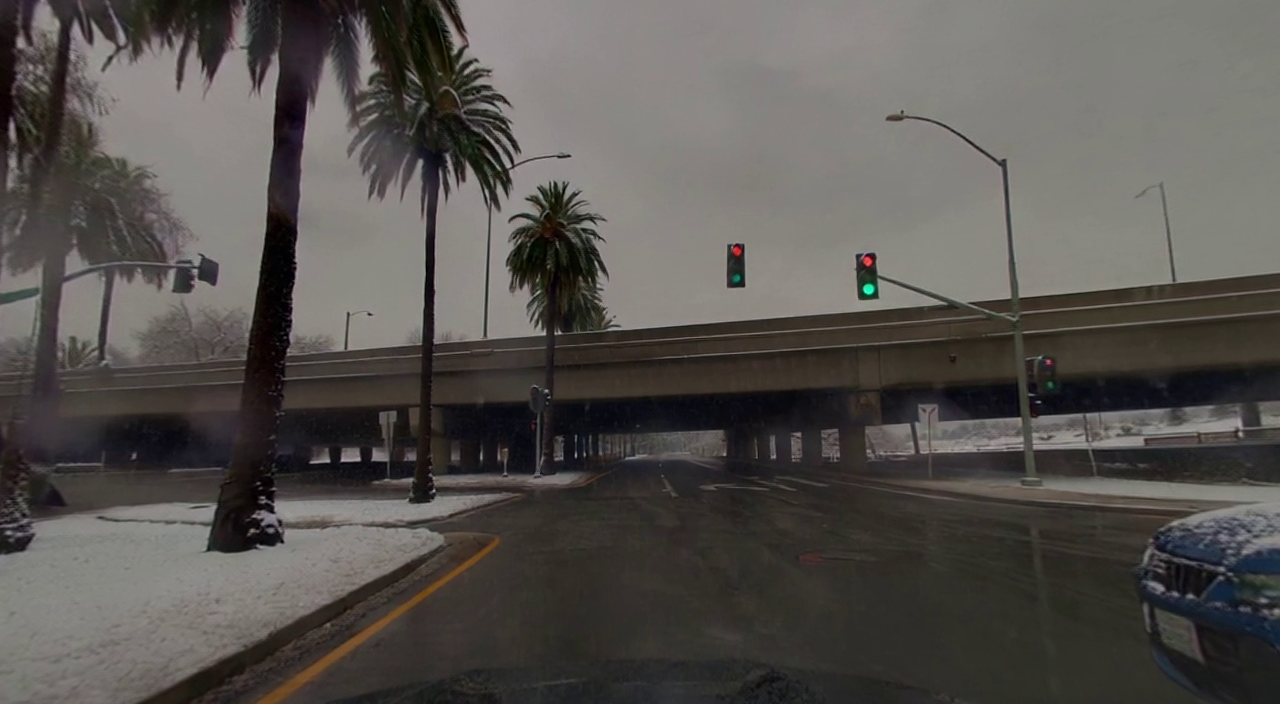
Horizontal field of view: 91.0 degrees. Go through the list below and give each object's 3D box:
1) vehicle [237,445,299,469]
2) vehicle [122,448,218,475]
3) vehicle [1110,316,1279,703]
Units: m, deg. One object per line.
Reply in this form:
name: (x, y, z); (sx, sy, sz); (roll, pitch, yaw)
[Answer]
vehicle: (-26.260, 7.418, 44.563); (1.941, 1.631, 4.017); (0, -9, 0)
vehicle: (-26.553, 6.169, 35.758); (1.830, 1.443, 4.551); (0, -9, 2)
vehicle: (3.452, 0.515, 0.797); (2.028, 1.770, 4.737); (0, -9, 0)
